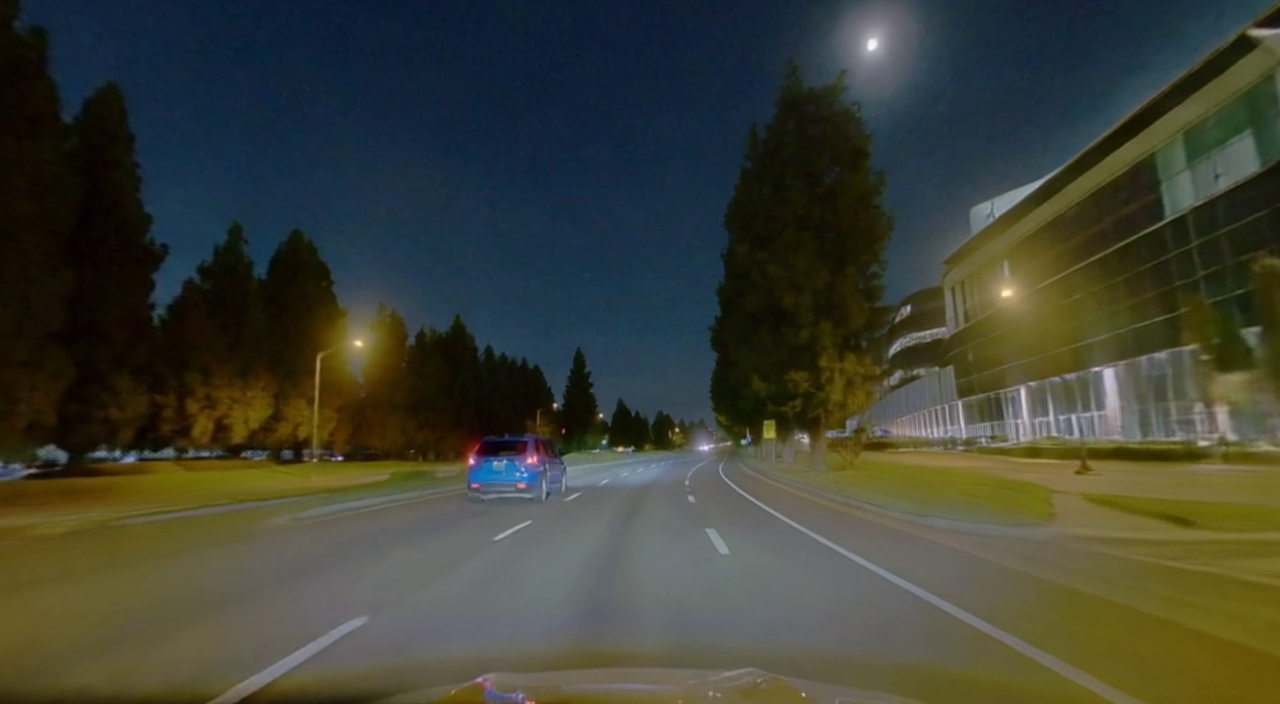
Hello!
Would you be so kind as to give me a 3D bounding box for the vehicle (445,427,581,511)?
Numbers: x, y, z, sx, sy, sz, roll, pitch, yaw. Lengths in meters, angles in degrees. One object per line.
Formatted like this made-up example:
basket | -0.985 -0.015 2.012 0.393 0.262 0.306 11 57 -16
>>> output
vehicle | -2.882 2.789 15.469 2.121 1.724 4.392 -1 -9 4
